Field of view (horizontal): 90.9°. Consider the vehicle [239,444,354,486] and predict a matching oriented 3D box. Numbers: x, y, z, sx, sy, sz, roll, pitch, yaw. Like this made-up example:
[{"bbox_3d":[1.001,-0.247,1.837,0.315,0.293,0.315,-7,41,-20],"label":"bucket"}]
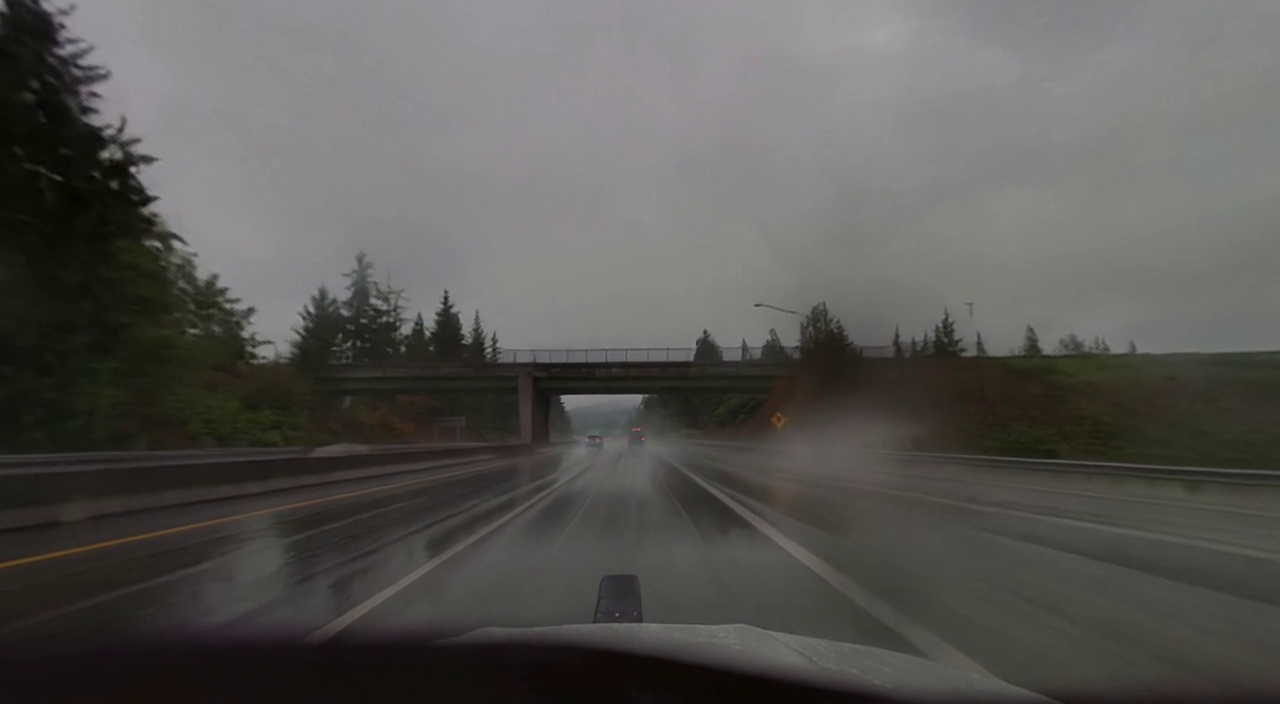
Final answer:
[{"bbox_3d":[-12.649,4.152,23.524,2.234,1.419,3.679,0,-8,-1],"label":"vehicle"}]
